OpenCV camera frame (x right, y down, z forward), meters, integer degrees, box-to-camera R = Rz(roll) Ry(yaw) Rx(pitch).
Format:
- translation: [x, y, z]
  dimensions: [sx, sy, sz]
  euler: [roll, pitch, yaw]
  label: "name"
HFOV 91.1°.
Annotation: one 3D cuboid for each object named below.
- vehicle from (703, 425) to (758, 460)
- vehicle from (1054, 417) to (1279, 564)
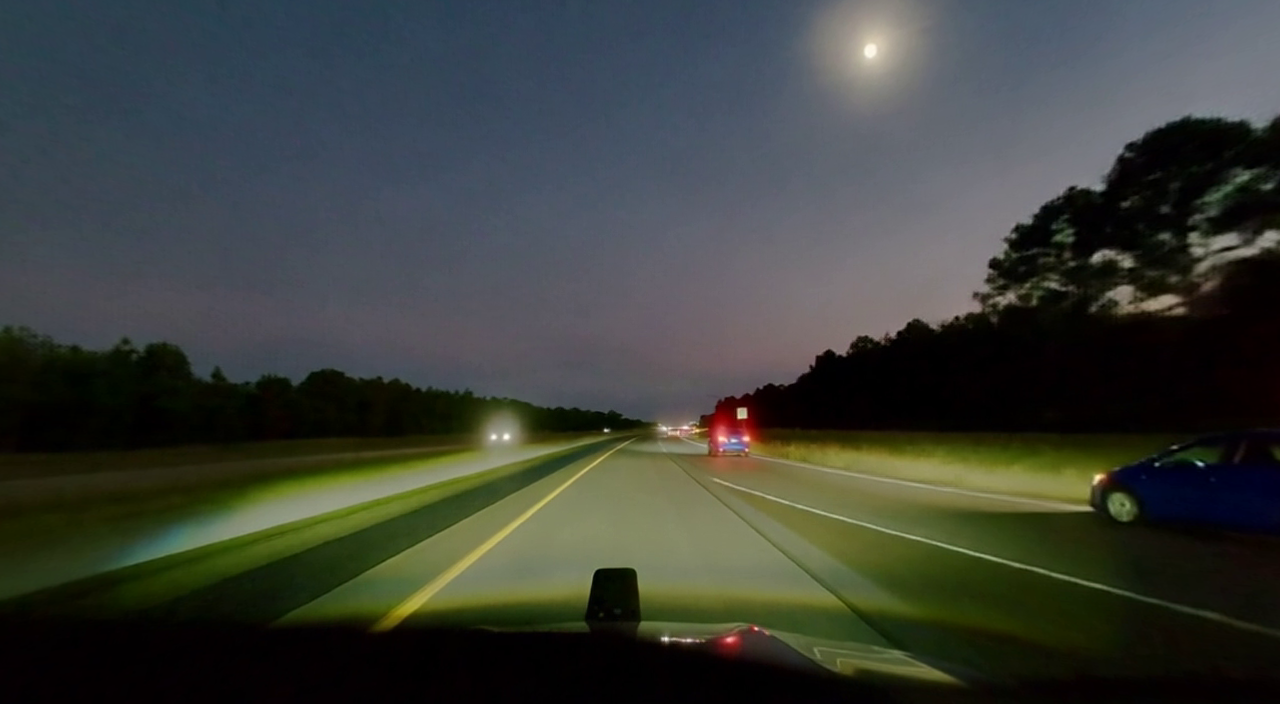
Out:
- translation: [4.091, 4.174, 29.111]
  dimensions: [1.765, 1.510, 3.762]
  euler: [0, -8, -4]
  label: "vehicle"
- translation: [7.421, 1.491, 7.023]
  dimensions: [1.992, 1.486, 4.406]
  euler: [2, -8, -13]
  label: "vehicle"
